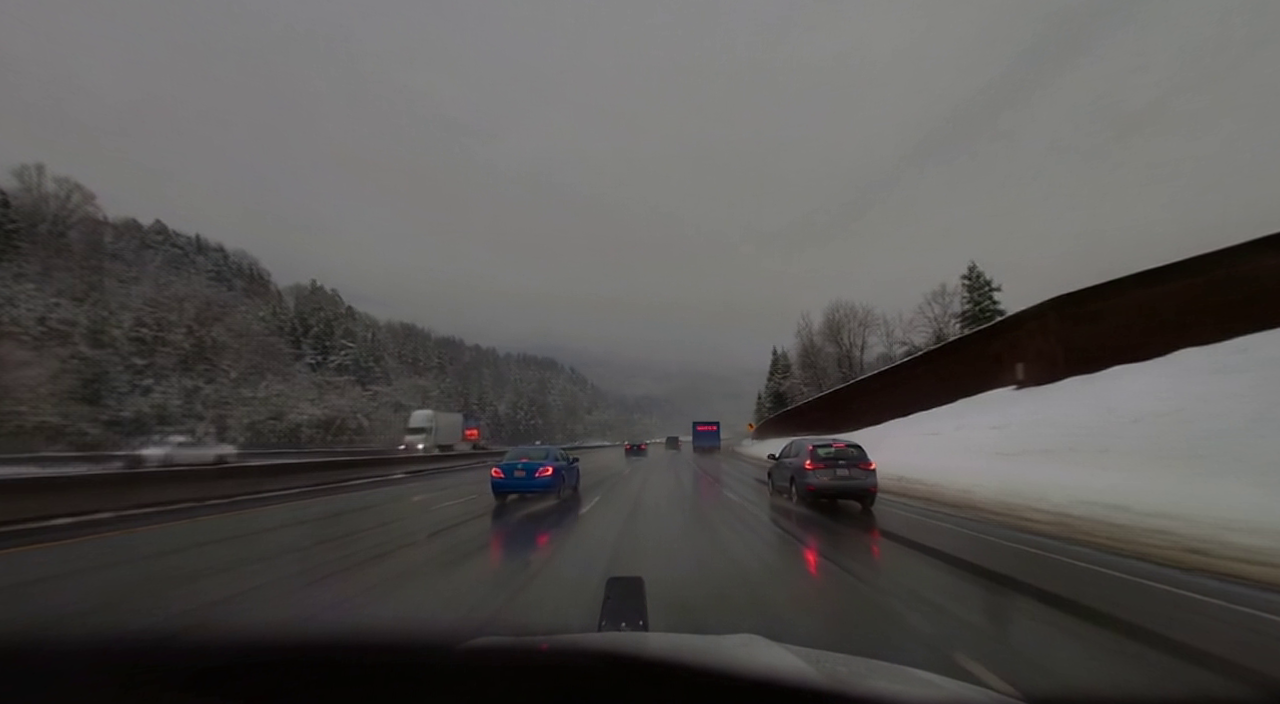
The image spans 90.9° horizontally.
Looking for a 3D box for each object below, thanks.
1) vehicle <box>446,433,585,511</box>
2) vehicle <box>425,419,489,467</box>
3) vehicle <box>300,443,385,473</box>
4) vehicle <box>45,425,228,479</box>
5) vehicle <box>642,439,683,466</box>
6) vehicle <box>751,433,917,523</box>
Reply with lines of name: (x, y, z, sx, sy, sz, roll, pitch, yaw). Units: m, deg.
vehicle: (-2.636, 2.679, 14.680, 2.031, 1.491, 4.792, -1, -8, 3)
vehicle: (-10.637, 5.311, 36.800, 2.562, 2.559, 3.019, -4, -9, 7)
vehicle: (-16.054, 5.722, 34.368, 2.140, 1.483, 4.828, -1, -8, 2)
vehicle: (-19.657, 3.952, 25.181, 2.290, 1.837, 6.023, -2, -8, 1)
vehicle: (1.302, 5.651, 35.616, 2.202, 1.467, 3.929, -1, -8, 3)
vehicle: (3.629, 2.422, 12.731, 2.013, 1.464, 4.317, 0, -8, 1)
